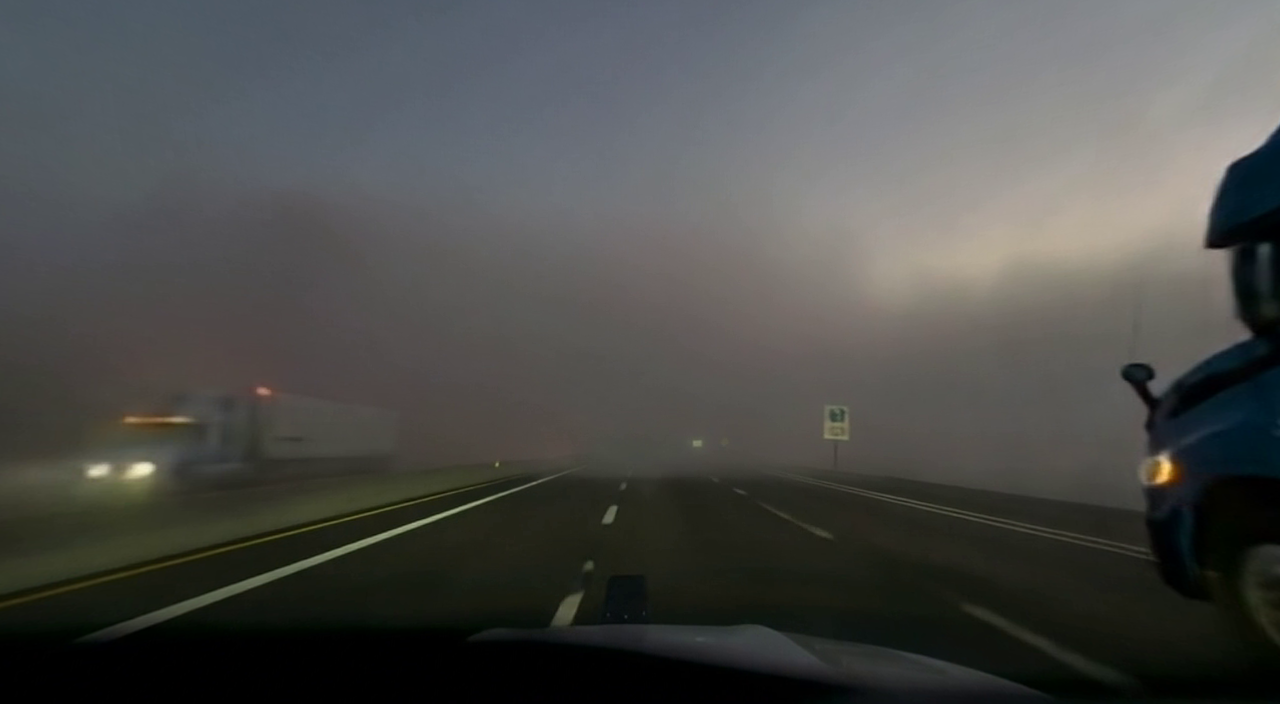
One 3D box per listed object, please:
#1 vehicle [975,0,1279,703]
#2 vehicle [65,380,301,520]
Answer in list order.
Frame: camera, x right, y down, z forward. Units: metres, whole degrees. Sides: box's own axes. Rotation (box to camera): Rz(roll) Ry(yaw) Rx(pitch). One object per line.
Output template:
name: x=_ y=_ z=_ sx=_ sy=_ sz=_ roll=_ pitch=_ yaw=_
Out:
vehicle: x=4.887 y=-0.290 z=2.423 sx=3.107 sy=4.307 sz=7.088 roll=0 pitch=-9 yaw=0
vehicle: x=-15.999 y=3.460 z=22.829 sx=3.384 sy=4.316 sz=6.420 roll=0 pitch=-8 yaw=2
